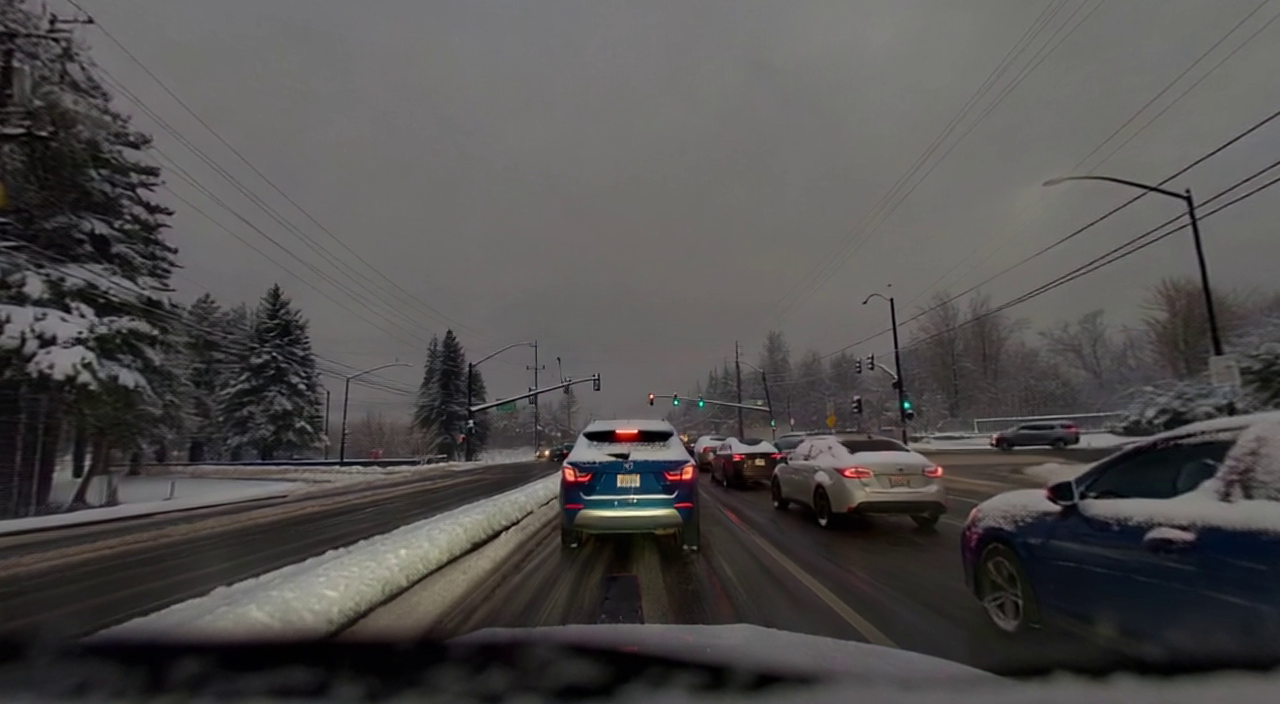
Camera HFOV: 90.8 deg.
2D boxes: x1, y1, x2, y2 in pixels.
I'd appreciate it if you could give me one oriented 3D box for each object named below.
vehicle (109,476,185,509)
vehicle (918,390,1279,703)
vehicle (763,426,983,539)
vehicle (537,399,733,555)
[{"bbox_3d":[-26.230,7.424,33.560,3.826,1.522,1.741,-6,-10,29],"label":"vehicle"},{"bbox_3d":[3.289,0.958,2.836,1.984,1.462,4.513,0,-9,0],"label":"vehicle"},{"bbox_3d":[3.525,2.065,10.625,1.952,1.477,4.417,0,-9,-1],"label":"vehicle"},{"bbox_3d":[-0.121,1.788,9.651,2.300,1.821,4.254,0,-9,-2],"label":"vehicle"}]
